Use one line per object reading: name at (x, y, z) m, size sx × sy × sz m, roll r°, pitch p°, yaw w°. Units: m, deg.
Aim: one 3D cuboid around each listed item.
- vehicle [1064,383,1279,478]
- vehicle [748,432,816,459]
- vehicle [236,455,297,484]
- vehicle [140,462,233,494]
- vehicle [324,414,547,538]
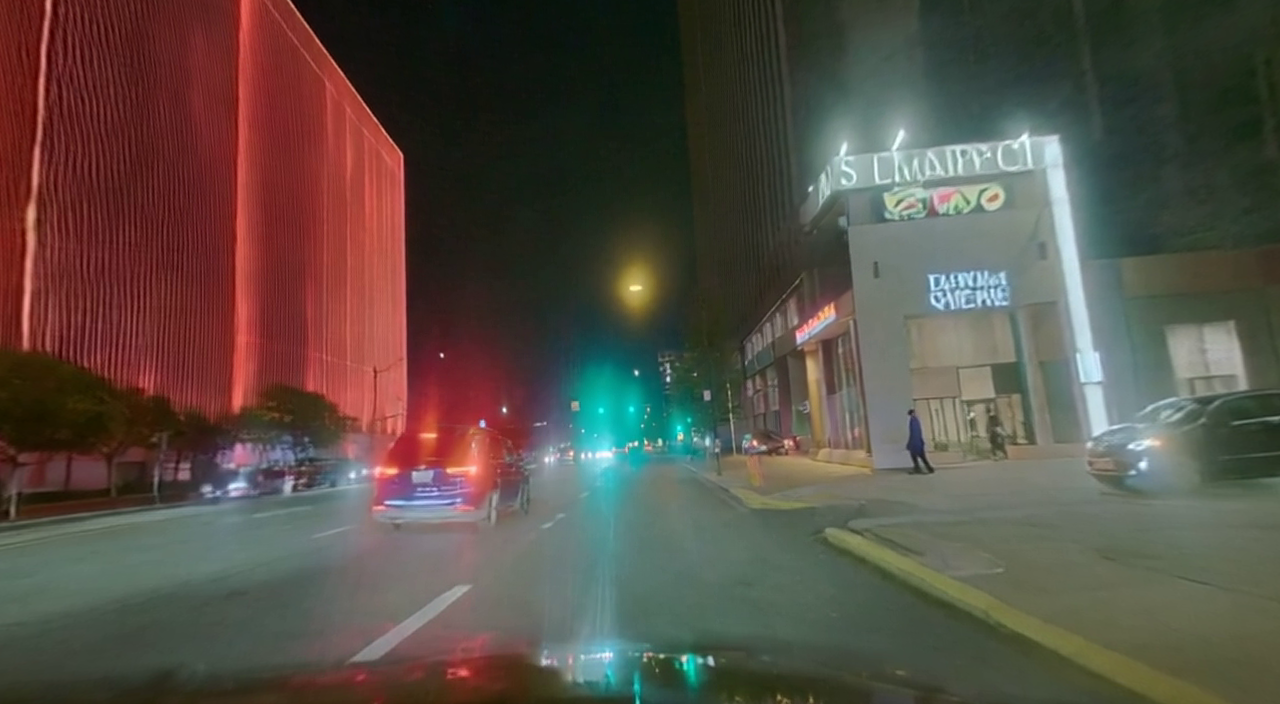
vehicle at (10.575, 1.408, 11.203) m, size 4.573 × 1.532 × 1.983 m, roll 0°, pitch -9°, yaw 2°
vehicle at (9.997, 6.657, 44.744) m, size 4.361 × 1.550 × 2.087 m, roll 2°, pitch -13°, yaw 2°
vehicle at (-28.474, 8.961, 48.040) m, size 3.755 × 1.646 × 1.961 m, roll -1°, pitch -11°, yaw -36°
vehicle at (-27.778, 7.682, 38.660) m, size 4.398 × 1.737 × 1.950 m, roll 8°, pitch -10°, yaw -37°
vehicle at (-3.274, 2.121, 11.461) m, size 2.277 × 1.743 × 4.893 m, roll 0°, pitch -8°, yaw 2°
